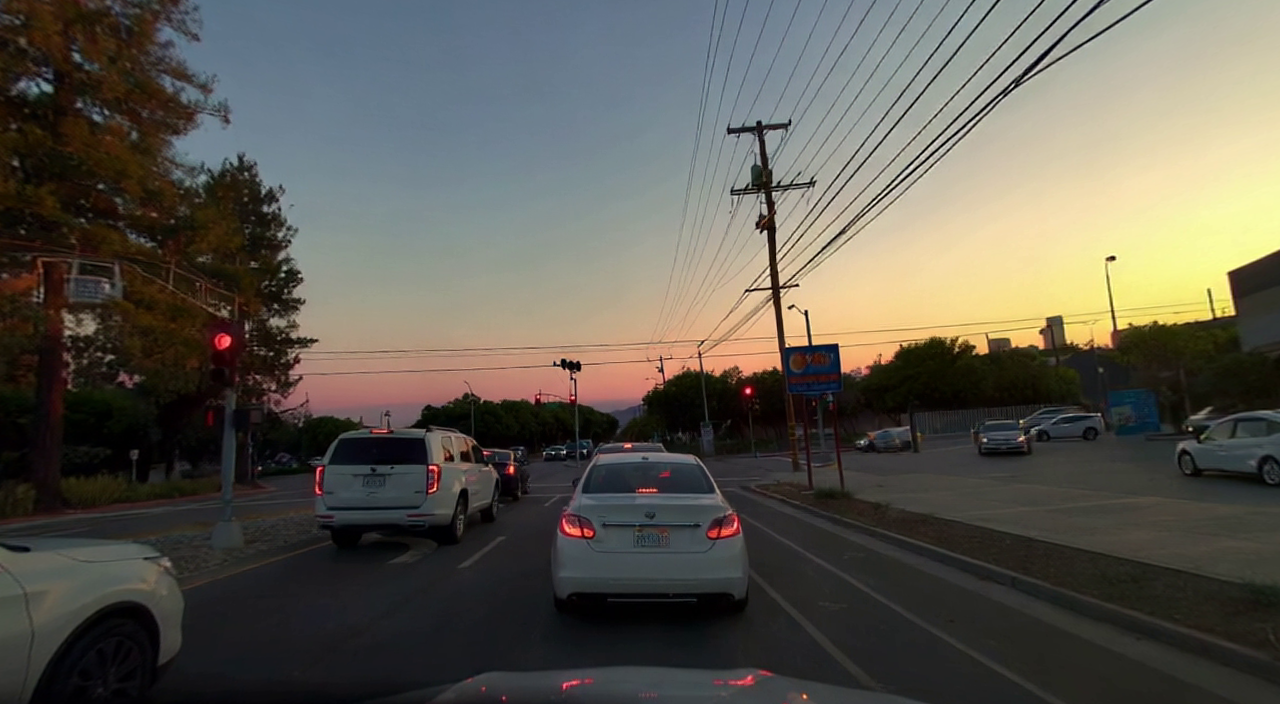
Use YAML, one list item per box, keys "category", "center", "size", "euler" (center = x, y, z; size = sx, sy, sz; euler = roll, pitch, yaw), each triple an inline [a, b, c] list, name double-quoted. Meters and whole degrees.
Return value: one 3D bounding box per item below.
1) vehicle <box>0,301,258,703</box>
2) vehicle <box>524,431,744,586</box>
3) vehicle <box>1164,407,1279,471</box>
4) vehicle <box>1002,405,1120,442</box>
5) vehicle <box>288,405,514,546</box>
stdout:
- category: "vehicle"
  center: [-3.591, 0.636, 1.519]
  size: [2.085, 1.943, 5.053]
  euler: [0, -8, 1]
- category: "vehicle"
  center: [-0.106, 1.807, 8.158]
  size: [2.121, 1.474, 3.968]
  euler: [0, -8, -2]
- category: "vehicle"
  center: [17.030, 2.542, 18.290]
  size: [1.858, 1.622, 4.491]
  euler: [-5, -10, 28]
- category: "vehicle"
  center: [26.847, 4.633, 40.506]
  size: [5.782, 2.286, 2.223]
  euler: [-1, -9, 4]
- category: "vehicle"
  center: [-3.844, 2.089, 11.374]
  size: [2.147, 1.963, 4.927]
  euler: [0, -8, -1]
